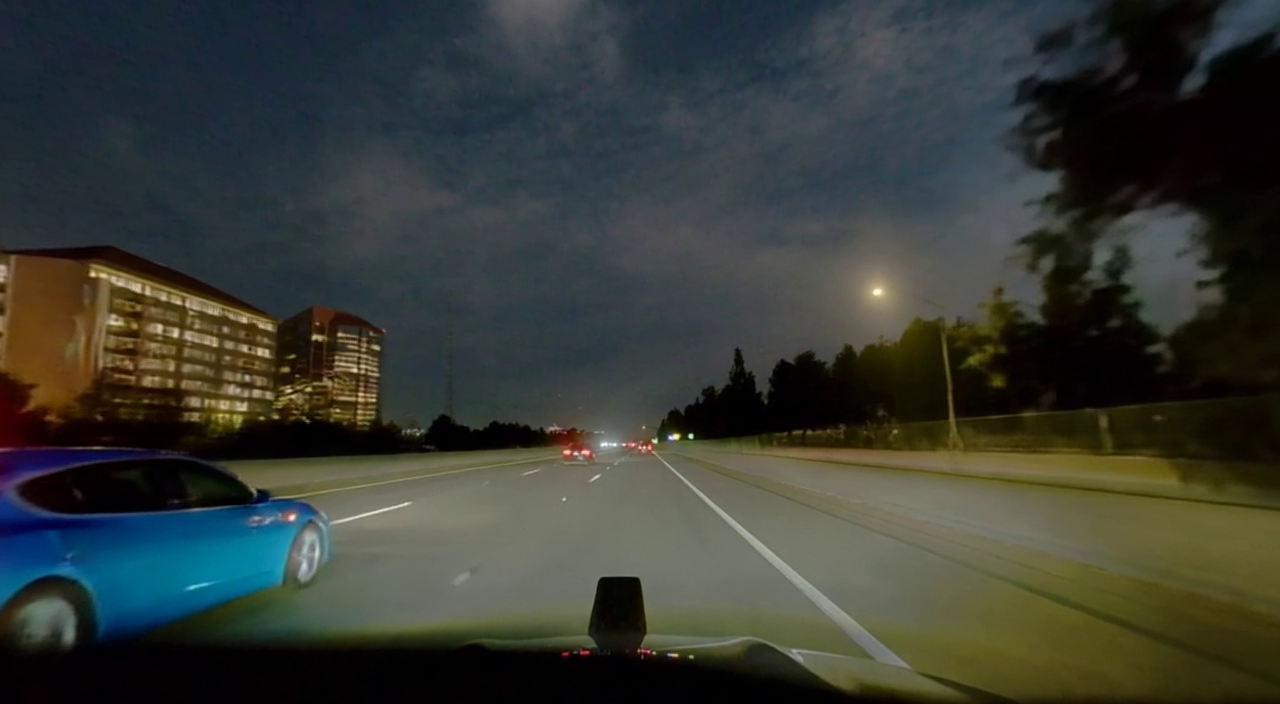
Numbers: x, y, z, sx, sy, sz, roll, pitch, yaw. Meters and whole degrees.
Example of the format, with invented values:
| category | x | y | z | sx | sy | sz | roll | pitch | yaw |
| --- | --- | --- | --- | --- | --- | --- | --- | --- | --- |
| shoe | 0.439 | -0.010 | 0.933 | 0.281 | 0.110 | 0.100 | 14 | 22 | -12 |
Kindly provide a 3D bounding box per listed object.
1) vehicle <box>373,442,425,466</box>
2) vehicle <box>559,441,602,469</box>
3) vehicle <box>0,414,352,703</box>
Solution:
| category | x | y | z | sx | sy | sz | roll | pitch | yaw |
| --- | --- | --- | --- | --- | --- | --- | --- | --- | --- |
| vehicle | -17.124 | 7.252 | 45.027 | 1.868 | 1.584 | 4.372 | 0 | -8 | 1 |
| vehicle | -3.263 | 5.721 | 35.363 | 1.926 | 1.464 | 4.186 | 0 | -8 | 0 |
| vehicle | -4.156 | 1.261 | 4.537 | 2.083 | 1.471 | 4.350 | 0 | -8 | 1 |
